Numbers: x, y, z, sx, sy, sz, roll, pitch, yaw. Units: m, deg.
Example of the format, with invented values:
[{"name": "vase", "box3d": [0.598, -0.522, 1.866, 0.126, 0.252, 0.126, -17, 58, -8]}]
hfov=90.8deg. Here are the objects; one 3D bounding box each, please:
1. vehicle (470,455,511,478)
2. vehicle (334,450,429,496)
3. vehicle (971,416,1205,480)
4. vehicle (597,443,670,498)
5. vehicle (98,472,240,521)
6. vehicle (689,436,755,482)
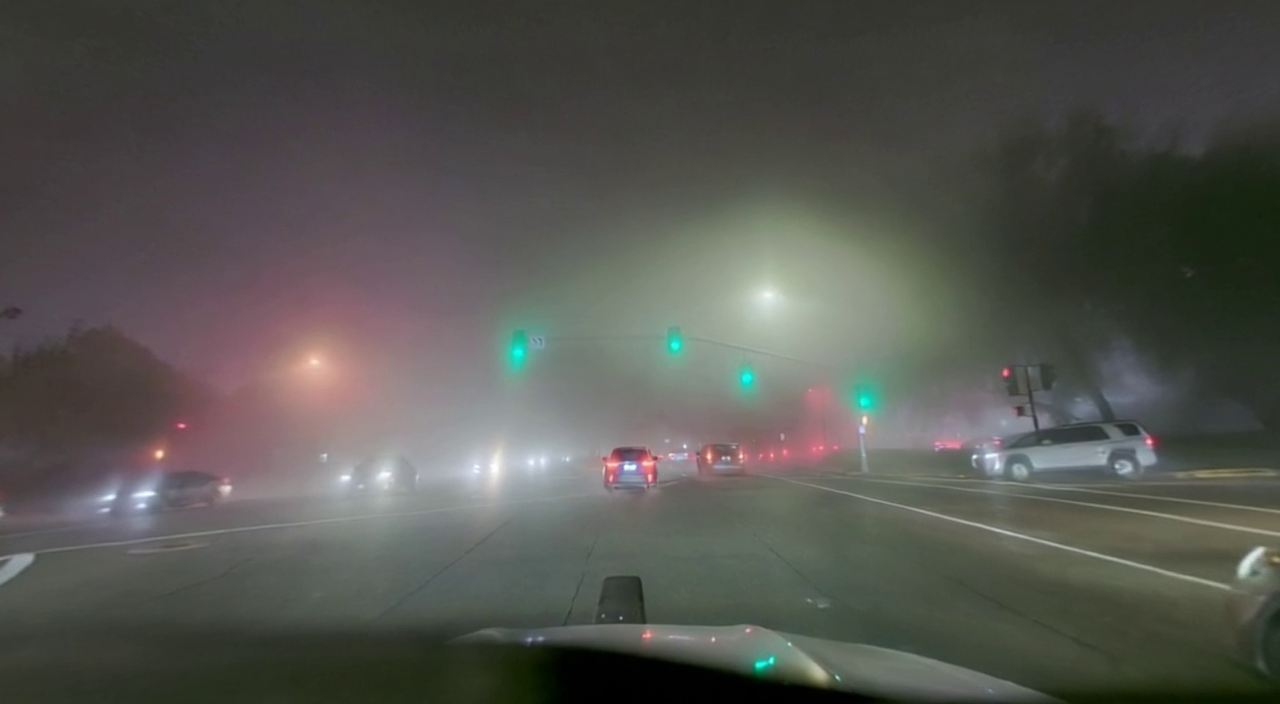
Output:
[{"name": "vehicle", "box3d": [-10.757, 8.263, 45.717, 1.808, 1.512, 4.447, 0, -9, 1]}, {"name": "vehicle", "box3d": [-11.056, 5.176, 27.432, 2.102, 1.758, 4.532, 0, -9, 1]}, {"name": "vehicle", "box3d": [15.209, 3.333, 21.948, 6.013, 2.030, 2.461, -2, -9, 12]}, {"name": "vehicle", "box3d": [-0.192, 3.589, 19.493, 2.034, 1.500, 3.966, 0, -9, 0]}, {"name": "vehicle", "box3d": [-16.971, 5.197, 23.106, 1.957, 1.444, 4.306, 0, -9, -2]}, {"name": "vehicle", "box3d": [3.364, 4.479, 26.745, 2.107, 1.773, 4.557, 0, -9, -1]}]
